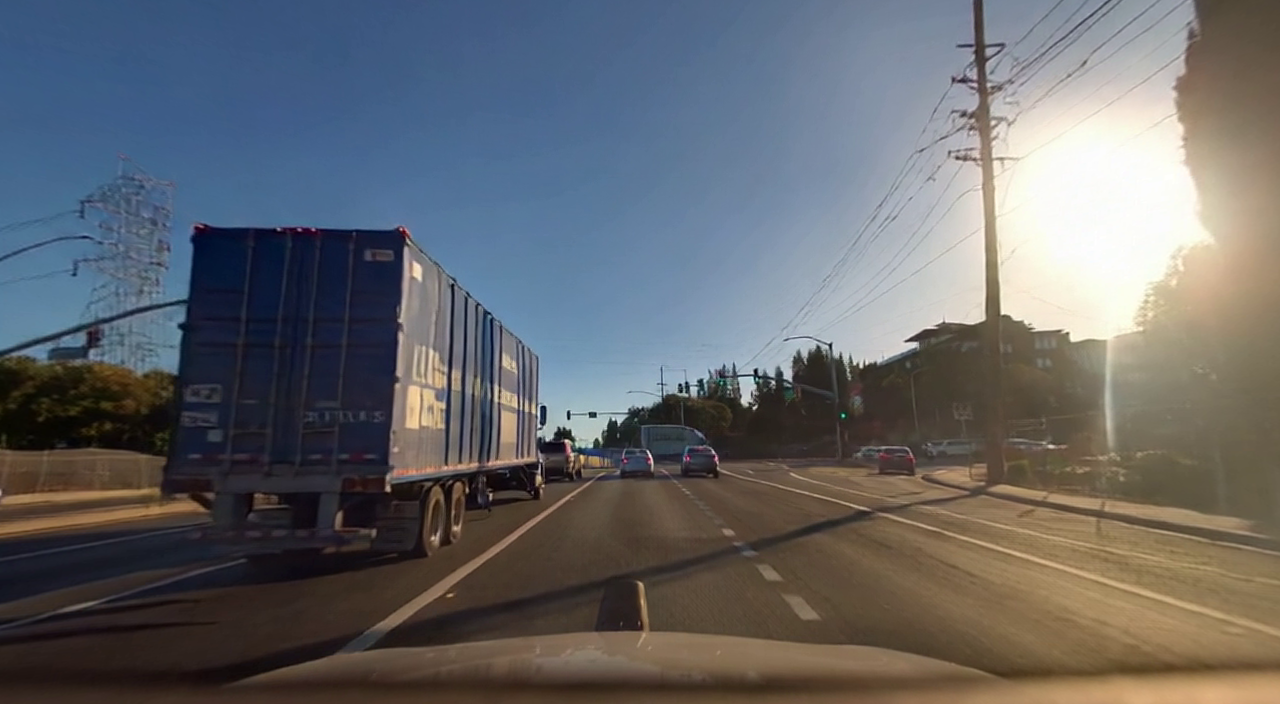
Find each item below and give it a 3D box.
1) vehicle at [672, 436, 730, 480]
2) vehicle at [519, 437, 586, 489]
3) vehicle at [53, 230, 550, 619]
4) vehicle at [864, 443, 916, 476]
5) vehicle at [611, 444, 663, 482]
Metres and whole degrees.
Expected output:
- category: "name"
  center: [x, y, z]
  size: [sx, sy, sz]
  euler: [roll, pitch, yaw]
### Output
- category: "vehicle"
  center: [2.717, 4.856, 29.216]
  size: [2.086, 1.849, 4.607]
  euler: [0, -9, -2]
- category: "vehicle"
  center: [-3.302, 4.286, 24.728]
  size: [1.994, 1.806, 4.564]
  euler: [0, -9, 0]
- category: "vehicle"
  center: [-3.429, 1.168, 9.584]
  size: [2.889, 3.347, 8.285]
  euler: [0, -9, 0]
- category: "vehicle"
  center: [13.658, 5.816, 34.400]
  size: [2.102, 1.662, 4.533]
  euler: [-5, -10, 27]
- category: "vehicle"
  center: [-0.178, 4.830, 27.766]
  size: [2.117, 1.499, 4.036]
  euler: [0, -9, -1]
